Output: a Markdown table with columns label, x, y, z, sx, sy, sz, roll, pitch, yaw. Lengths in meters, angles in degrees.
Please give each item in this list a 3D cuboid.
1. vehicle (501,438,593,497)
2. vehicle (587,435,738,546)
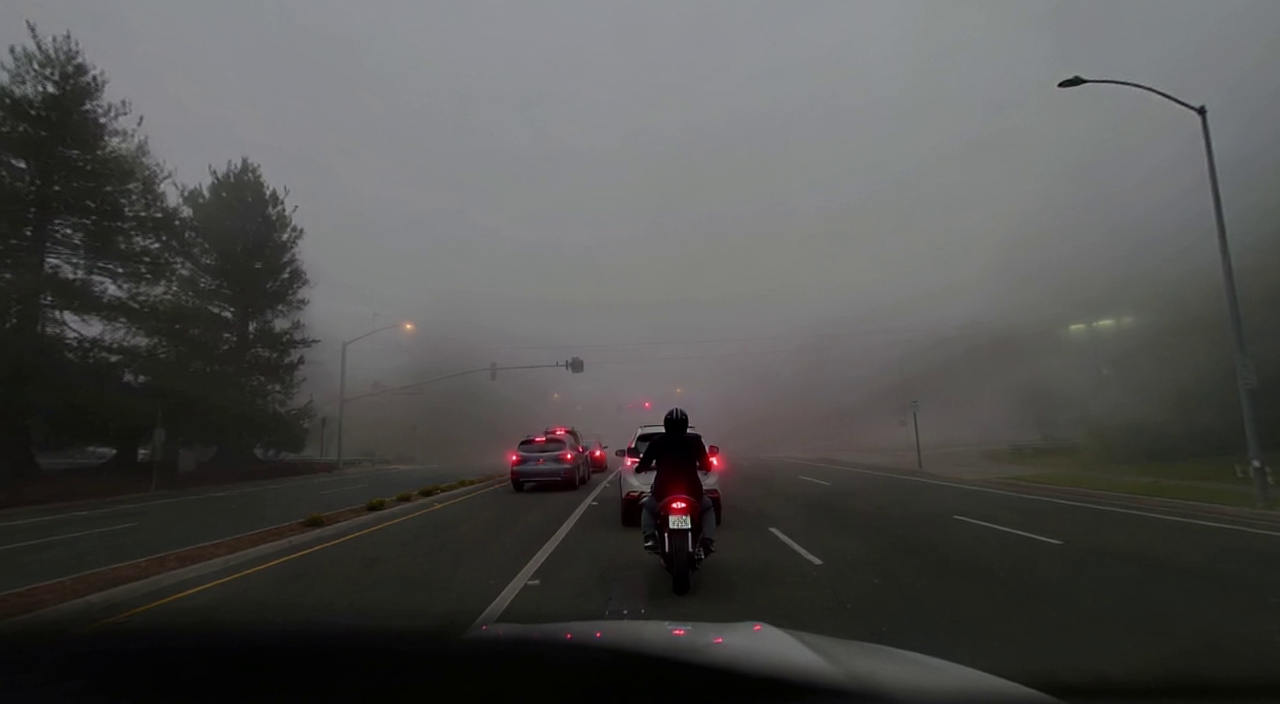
| label | x | y | z | sx | sy | sz | roll | pitch | yaw |
| --- | --- | --- | --- | --- | --- | --- | --- | --- | --- |
| vehicle | -2.549 | 3.282 | 18.281 | 1.979 | 1.499 | 3.840 | -1 | -8 | 2 |
| vehicle | 0.330 | 2.181 | 10.743 | 2.009 | 1.450 | 4.608 | -1 | -8 | 1 |
